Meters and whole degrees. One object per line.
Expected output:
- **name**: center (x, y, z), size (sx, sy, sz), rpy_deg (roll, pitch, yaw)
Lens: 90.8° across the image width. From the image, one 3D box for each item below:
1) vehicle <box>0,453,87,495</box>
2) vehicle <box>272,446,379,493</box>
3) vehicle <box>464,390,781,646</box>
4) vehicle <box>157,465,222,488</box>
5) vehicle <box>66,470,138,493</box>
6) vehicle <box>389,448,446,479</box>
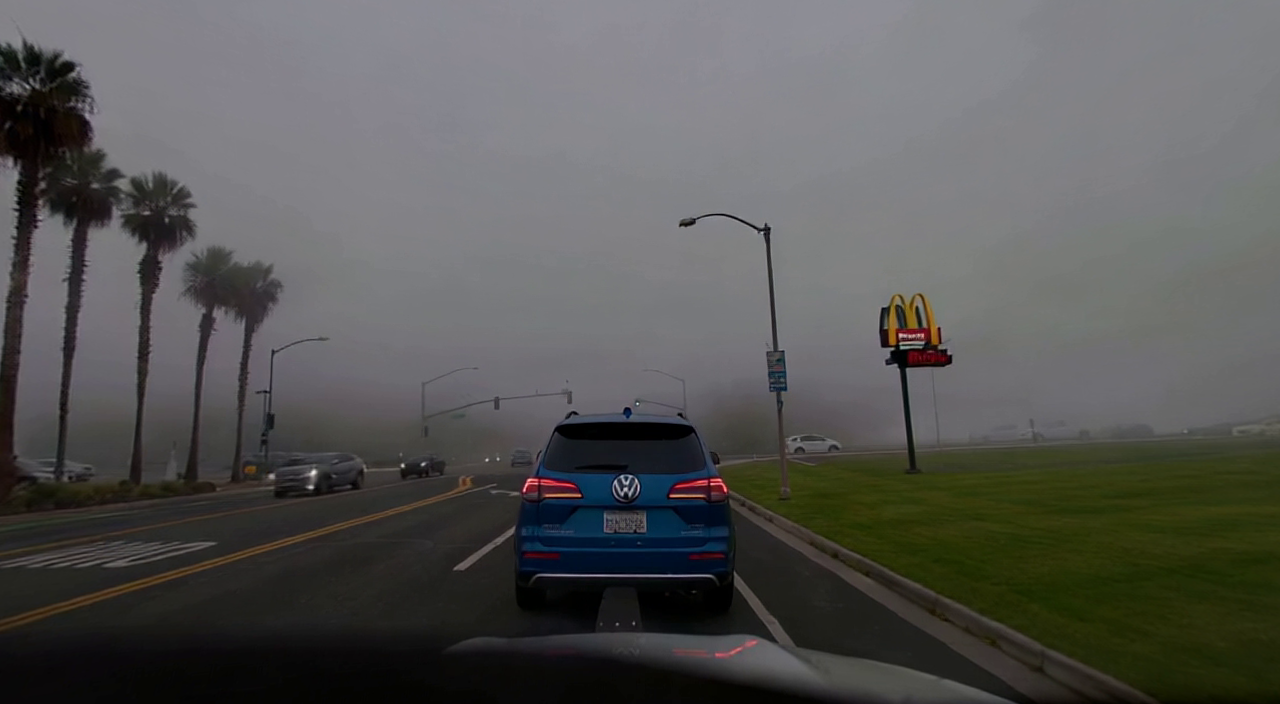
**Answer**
- **vehicle**: center (-28.112, 5.427, 28.219), size (4.584, 1.714, 2.186), rpy_deg (4, -10, -27)
- **vehicle**: center (-12.709, 4.741, 25.884), size (1.965, 1.718, 4.466), rpy_deg (0, -9, 2)
- **vehicle**: center (-0.139, 1.419, 6.330), size (2.137, 1.728, 3.926), rpy_deg (0, -9, -1)
- **vehicle**: center (-33.392, 9.224, 46.973), size (1.792, 1.439, 3.952), rpy_deg (0, -9, 2)
- **vehicle**: center (-39.934, 9.616, 47.039), size (1.602, 1.400, 4.220), rpy_deg (0, -9, 0)
- **vehicle**: center (-14.177, 7.104, 40.576), size (2.029, 1.820, 4.915), rpy_deg (0, -9, -1)
